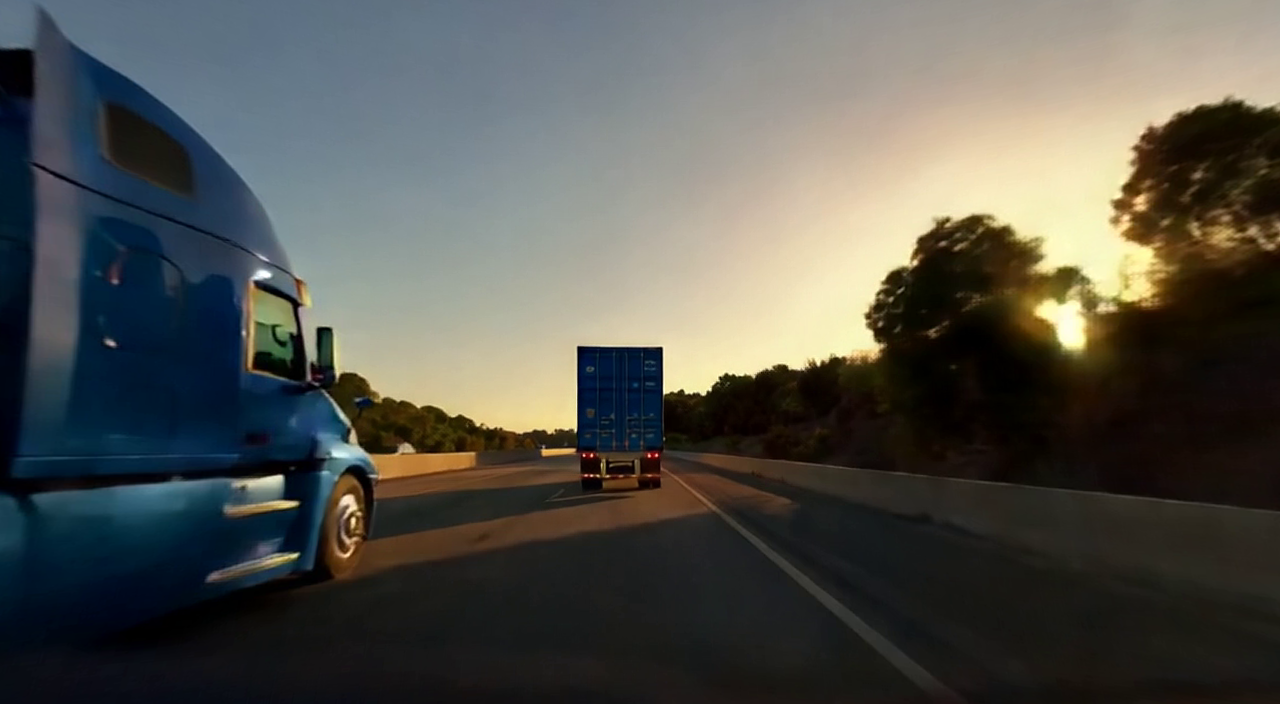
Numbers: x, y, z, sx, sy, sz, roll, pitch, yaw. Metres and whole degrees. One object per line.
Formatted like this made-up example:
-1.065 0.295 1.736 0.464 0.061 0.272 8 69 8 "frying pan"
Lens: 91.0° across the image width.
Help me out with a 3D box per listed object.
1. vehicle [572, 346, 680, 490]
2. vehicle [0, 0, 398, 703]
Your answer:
-0.389 2.647 23.093 2.942 4.003 11.297 0 -9 0 "vehicle"
-4.064 0.002 3.011 3.418 3.652 5.690 0 -9 0 "vehicle"
